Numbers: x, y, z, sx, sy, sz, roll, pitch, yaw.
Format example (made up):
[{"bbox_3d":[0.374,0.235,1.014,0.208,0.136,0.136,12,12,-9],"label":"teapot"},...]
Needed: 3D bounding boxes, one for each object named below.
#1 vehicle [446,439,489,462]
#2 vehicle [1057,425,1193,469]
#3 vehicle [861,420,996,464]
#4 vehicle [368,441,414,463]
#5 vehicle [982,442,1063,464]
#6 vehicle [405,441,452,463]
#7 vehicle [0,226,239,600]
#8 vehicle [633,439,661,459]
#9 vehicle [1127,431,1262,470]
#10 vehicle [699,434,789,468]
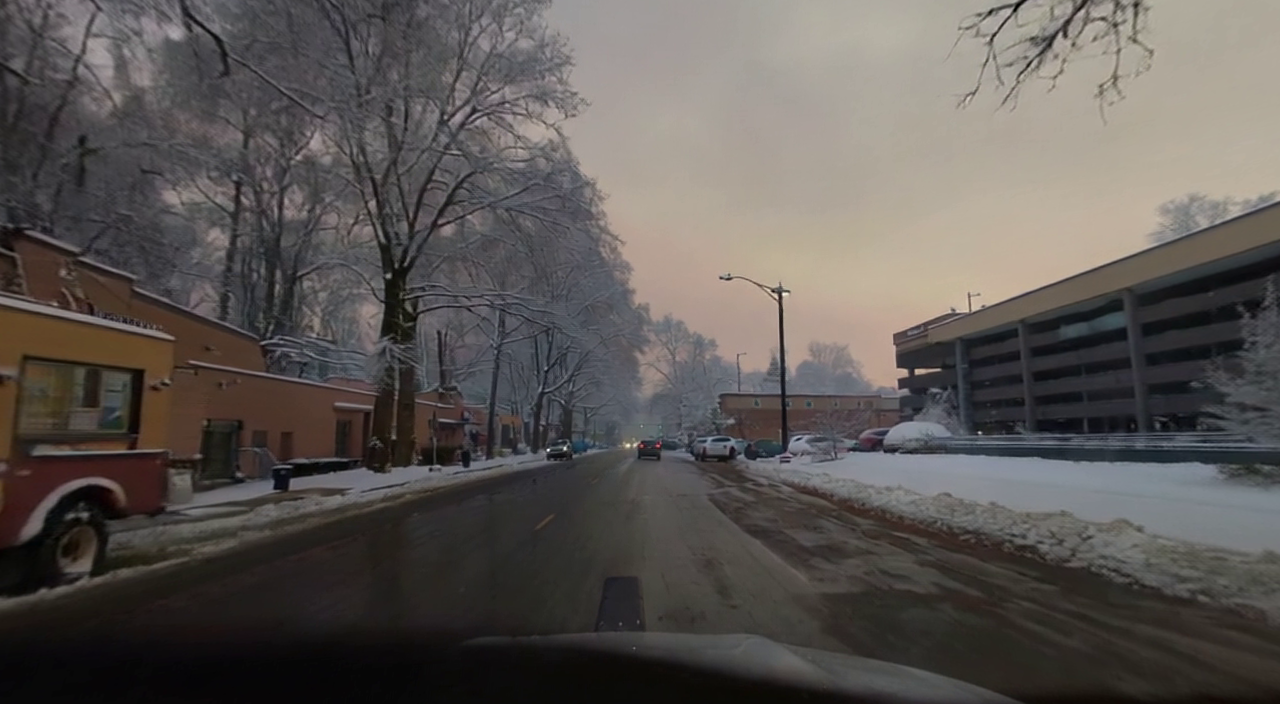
[{"bbox_3d":[-13.401,7.644,49.350,1.888,1.657,4.138,0,-7,5],"label":"vehicle"},{"bbox_3d":[26.260,5.176,34.339,5.596,2.168,2.307,2,-8,-3],"label":"vehicle"},{"bbox_3d":[14.191,4.442,31.351,5.540,2.045,2.259,0,-8,-1],"label":"vehicle"},{"bbox_3d":[-19.286,7.791,49.117,1.880,1.617,3.870,-1,-8,2],"label":"vehicle"},{"bbox_3d":[27.088,7.150,44.829,4.558,1.452,1.790,0,-8,0],"label":"vehicle"},{"bbox_3d":[-16.270,7.701,48.716,1.850,1.531,4.256,0,-7,5],"label":"vehicle"},{"bbox_3d":[-7.050,0.496,5.156,2.968,3.222,7.036,-1,-8,-1],"label":"vehicle"},{"bbox_3d":[0.491,7.563,49.417,2.046,1.445,4.001,0,-8,-2],"label":"vehicle"},{"bbox_3d":[27.023,4.818,30.923,4.591,1.808,2.016,0,-9,1],"label":"vehicle"},{"bbox_3d":[5.679,5.380,34.376,4.626,1.723,1.939,5,-10,-32],"label":"vehicle"}]
